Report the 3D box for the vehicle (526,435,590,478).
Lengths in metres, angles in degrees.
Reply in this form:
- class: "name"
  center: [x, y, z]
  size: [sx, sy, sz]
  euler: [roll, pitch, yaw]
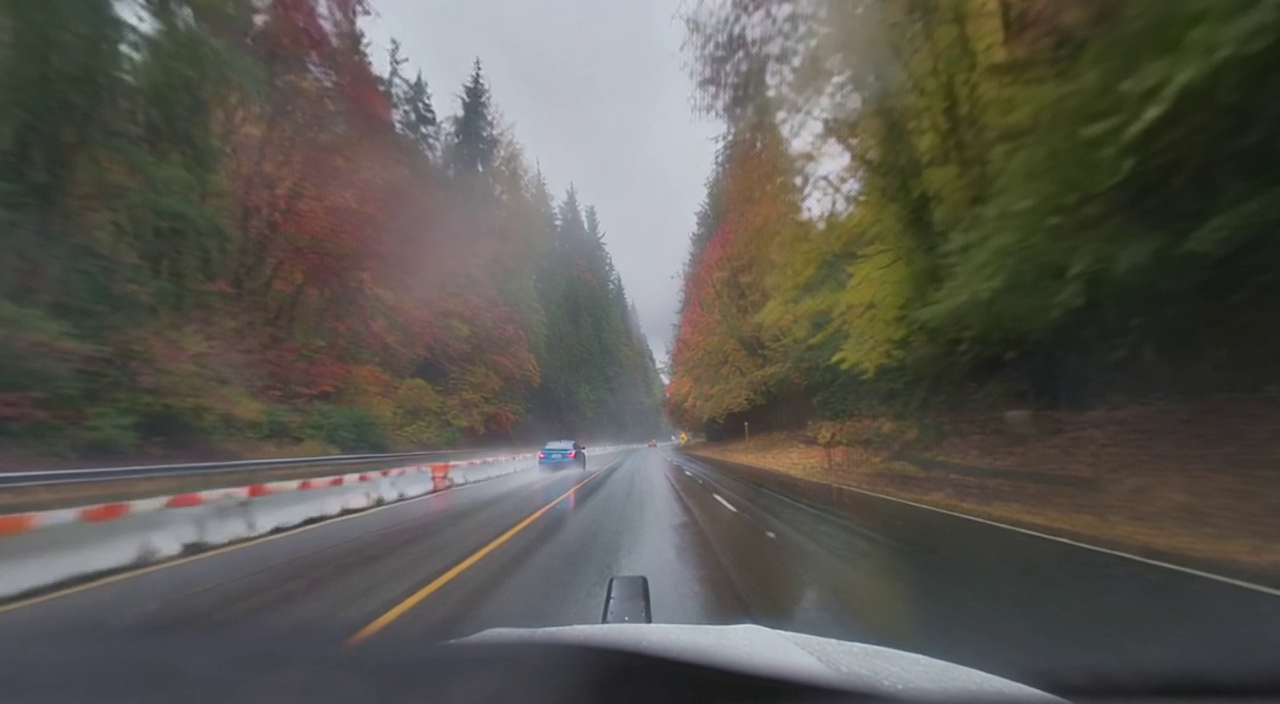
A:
- class: "vehicle"
  center: [-3.088, 4.034, 24.589]
  size: [1.902, 1.505, 4.016]
  euler: [0, -8, 1]
